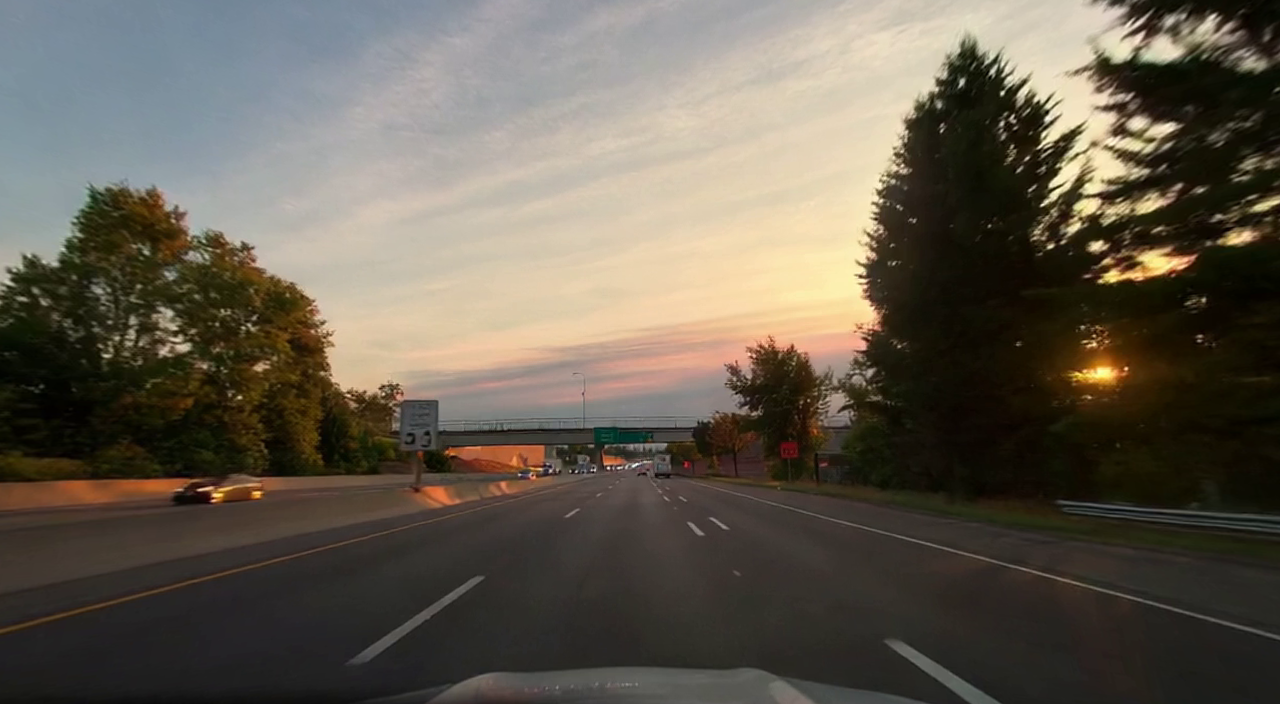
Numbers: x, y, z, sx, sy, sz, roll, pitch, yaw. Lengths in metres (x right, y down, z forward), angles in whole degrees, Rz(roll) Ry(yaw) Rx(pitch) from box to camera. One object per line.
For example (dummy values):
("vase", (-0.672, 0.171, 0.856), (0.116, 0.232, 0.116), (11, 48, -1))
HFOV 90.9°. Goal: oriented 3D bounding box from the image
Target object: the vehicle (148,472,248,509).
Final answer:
("vehicle", (-19.348, 6.062, 27.793), (1.764, 1.480, 3.584), (1, -10, 0))
